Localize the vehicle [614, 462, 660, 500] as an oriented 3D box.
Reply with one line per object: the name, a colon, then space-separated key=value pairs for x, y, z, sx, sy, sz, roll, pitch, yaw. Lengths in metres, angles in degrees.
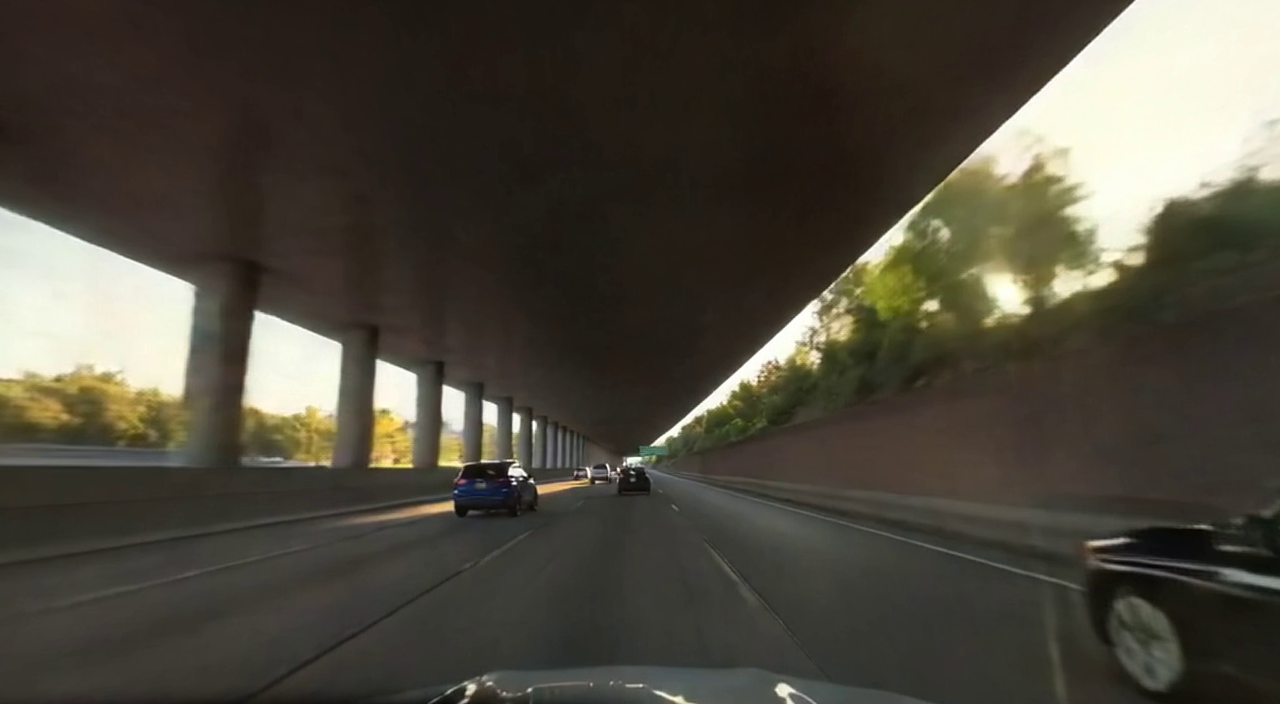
vehicle: x=-0.140 y=6.014 z=29.595 sx=1.992 sy=1.601 sz=3.762 roll=1 pitch=-11 yaw=0

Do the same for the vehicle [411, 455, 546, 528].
vehicle: x=-3.852 y=3.463 z=16.011 sx=2.102 sy=1.521 sz=4.687 roll=1 pitch=-11 yaw=1

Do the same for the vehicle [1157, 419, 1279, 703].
vehicle: x=3.829 y=0.832 z=1.336 sx=1.992 sy=1.557 sz=4.017 roll=1 pitch=-11 yaw=0
